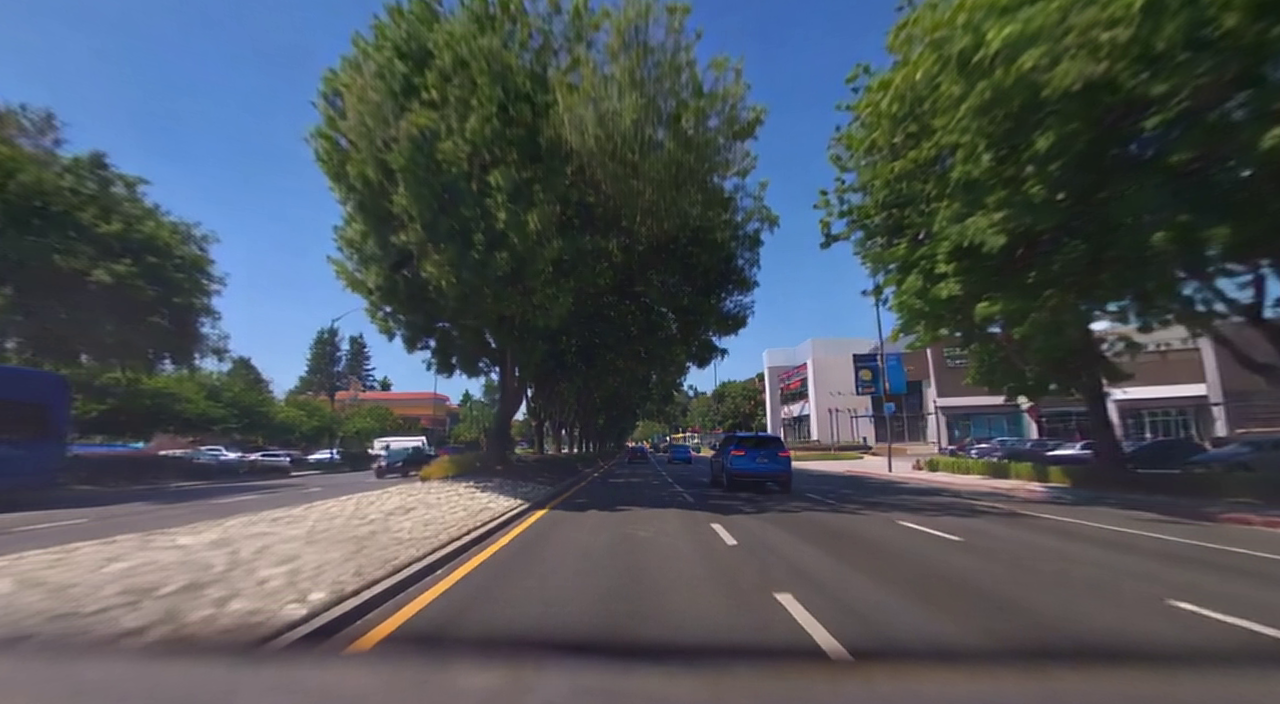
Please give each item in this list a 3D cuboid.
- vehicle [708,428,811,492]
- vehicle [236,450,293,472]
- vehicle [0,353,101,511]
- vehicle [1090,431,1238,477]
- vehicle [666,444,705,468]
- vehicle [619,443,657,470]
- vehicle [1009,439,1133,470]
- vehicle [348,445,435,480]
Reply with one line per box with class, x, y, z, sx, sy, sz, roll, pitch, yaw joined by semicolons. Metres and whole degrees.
vehicle;3.680;3.439;20.465;2.140;1.811;4.593;0;-8;-4
vehicle;-28.208;8.198;47.645;1.956;1.476;3.991;-1;-8;-2
vehicle;-18.928;1.405;11.997;3.207;4.202;16.118;0;-9;0
vehicle;20.782;4.022;25.158;4.162;1.546;2.051;-2;-7;-6
vehicle;2.703;6.295;38.419;1.970;1.402;3.756;0;-8;-2
vehicle;-0.134;5.854;35.623;2.056;1.440;3.798;0;-8;-1
vehicle;20.612;4.887;30.363;4.451;1.400;2.108;0;-8;-2
vehicle;-11.639;5.200;30.076;1.971;1.481;5.500;0;-8;0
